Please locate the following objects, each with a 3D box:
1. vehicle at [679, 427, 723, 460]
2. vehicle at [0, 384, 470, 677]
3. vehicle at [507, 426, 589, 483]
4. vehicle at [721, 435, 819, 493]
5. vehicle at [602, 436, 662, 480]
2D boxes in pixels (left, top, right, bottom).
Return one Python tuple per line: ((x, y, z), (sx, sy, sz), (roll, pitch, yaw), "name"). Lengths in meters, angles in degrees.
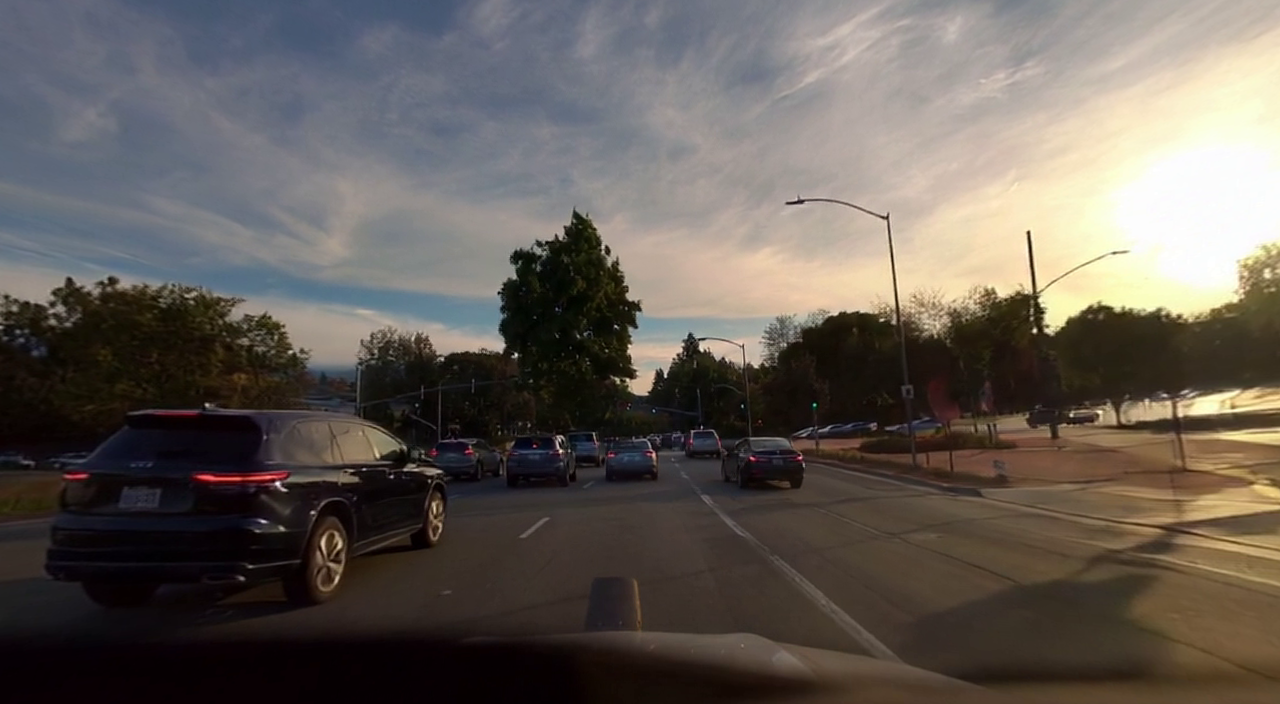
((3.627, 5.549, 38.389), (2.099, 1.845, 4.363), (0, -8, -1), "vehicle")
((-3.531, 1.455, 6.502), (2.111, 1.745, 5.274), (0, -8, 0), "vehicle")
((-3.174, 3.682, 22.854), (2.218, 1.829, 4.492), (0, -8, 1), "vehicle")
((3.635, 3.197, 18.443), (1.884, 1.463, 4.195), (0, -8, -1), "vehicle")
((-0.247, 3.910, 23.555), (2.030, 1.477, 4.330), (0, -8, 0), "vehicle")
